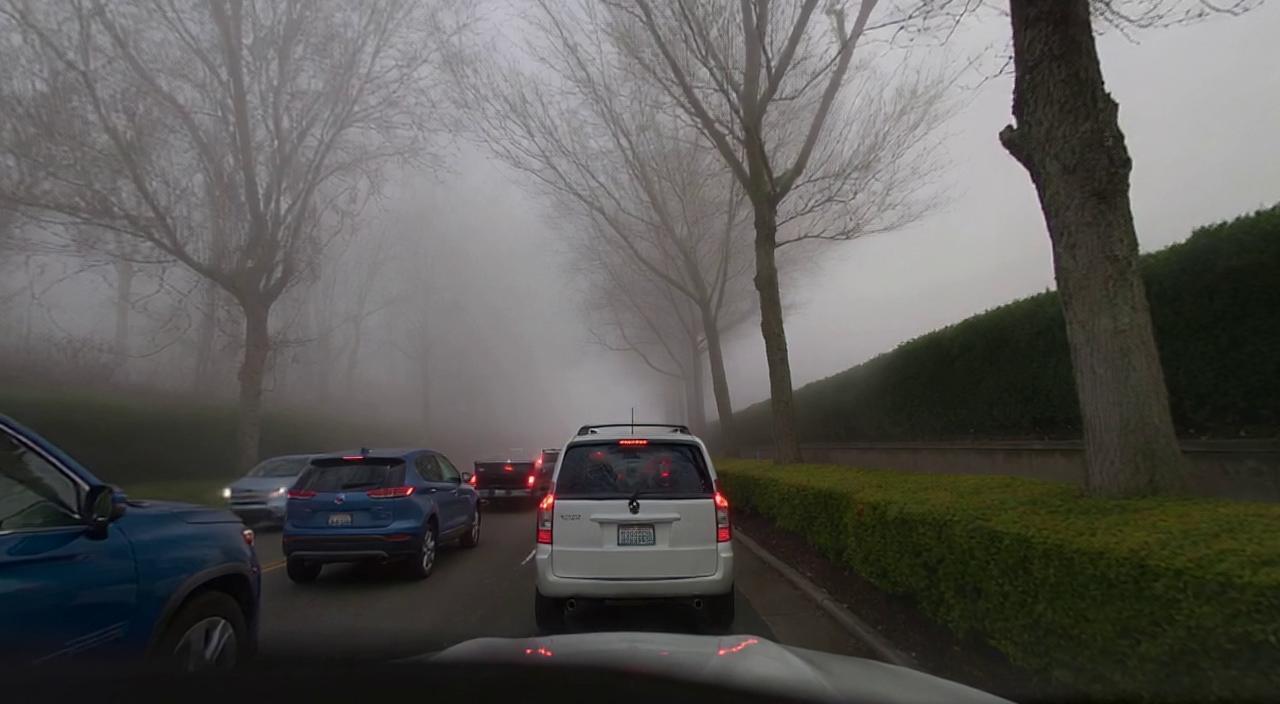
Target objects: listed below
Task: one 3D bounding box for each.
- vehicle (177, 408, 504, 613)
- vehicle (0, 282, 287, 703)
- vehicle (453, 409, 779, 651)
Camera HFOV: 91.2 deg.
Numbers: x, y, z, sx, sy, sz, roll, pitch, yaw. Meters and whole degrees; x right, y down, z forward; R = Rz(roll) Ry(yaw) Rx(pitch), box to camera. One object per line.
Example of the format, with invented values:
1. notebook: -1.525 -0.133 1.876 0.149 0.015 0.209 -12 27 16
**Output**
1. vehicle: -3.419 1.848 8.317 2.256 1.728 4.421 -6 -8 -2
2. vehicle: -3.286 0.675 1.266 2.205 1.913 5.327 -6 -8 -2
3. vehicle: -0.181 1.496 6.241 2.154 1.581 4.007 0 -9 -1
